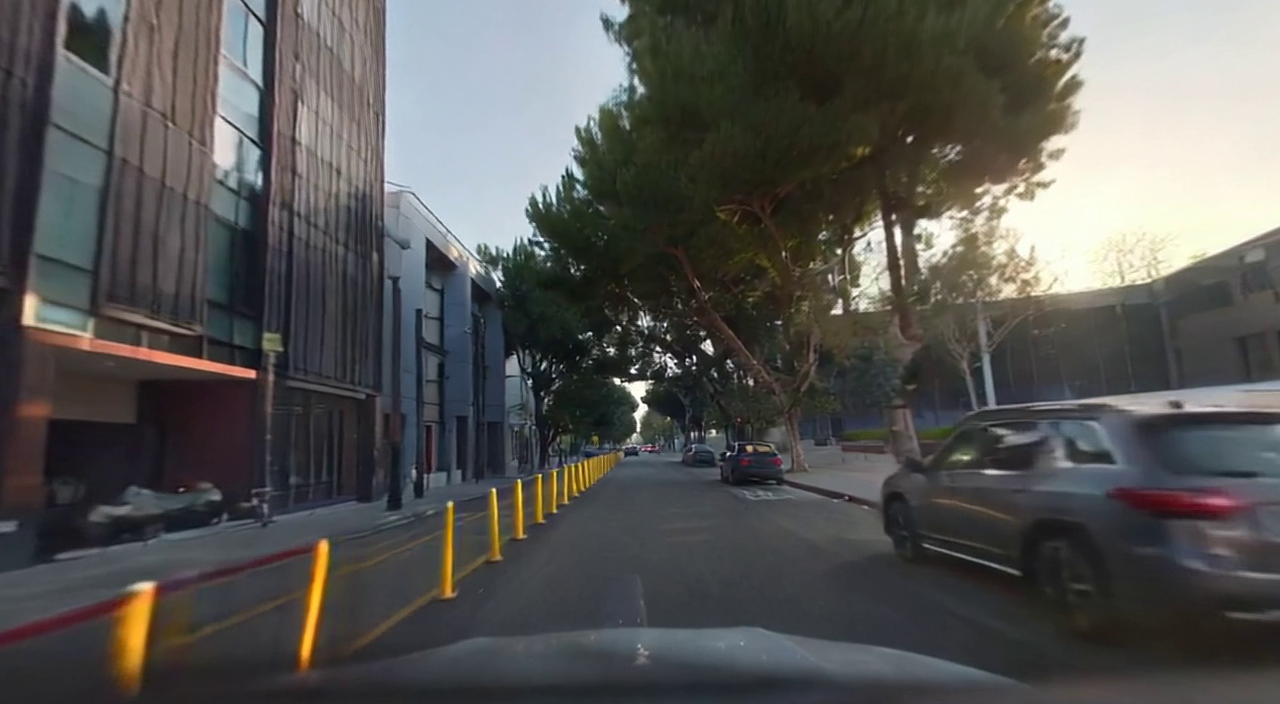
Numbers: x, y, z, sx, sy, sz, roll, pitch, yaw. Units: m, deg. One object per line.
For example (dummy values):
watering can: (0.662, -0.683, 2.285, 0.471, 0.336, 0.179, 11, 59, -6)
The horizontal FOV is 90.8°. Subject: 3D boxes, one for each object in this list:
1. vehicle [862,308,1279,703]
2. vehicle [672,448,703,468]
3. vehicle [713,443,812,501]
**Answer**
vehicle: (3.731, 1.088, 4.877, 2.180, 1.869, 4.736, -1, -9, -1)
vehicle: (3.682, 8.216, 49.328, 2.020, 1.448, 4.220, -1, -9, -1)
vehicle: (3.421, 3.440, 18.641, 1.963, 1.445, 4.948, -1, -9, 1)
